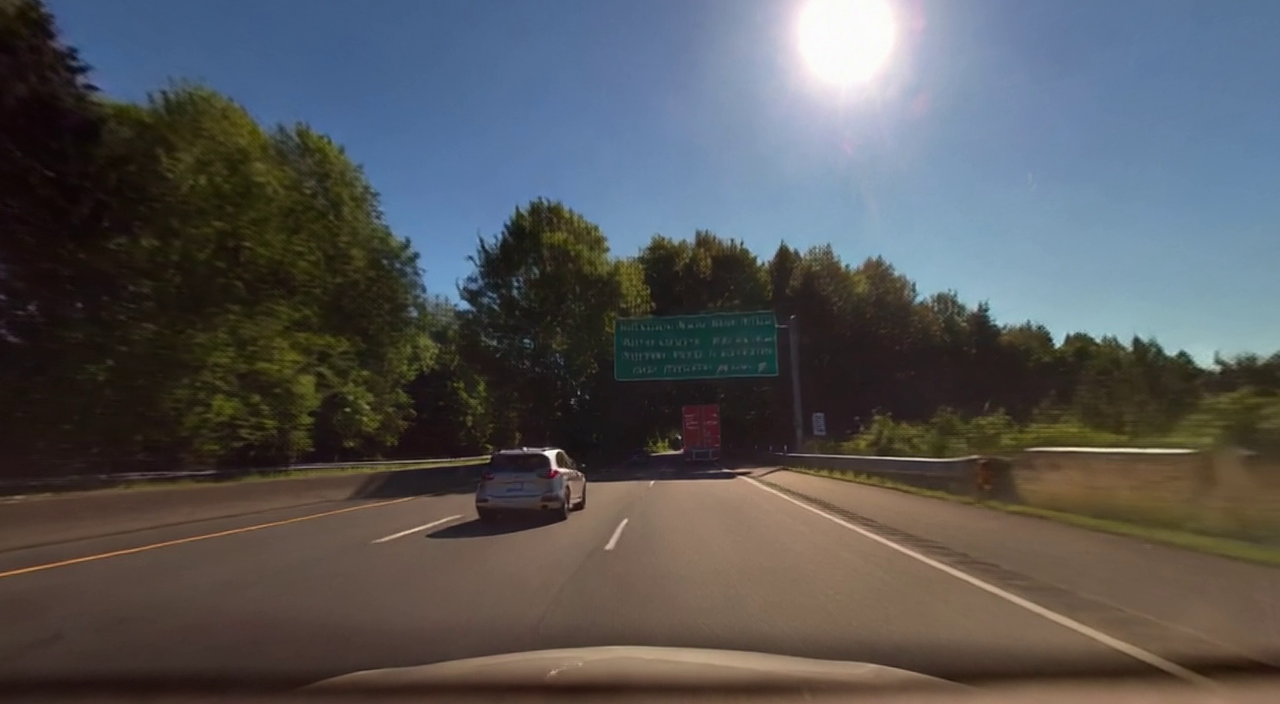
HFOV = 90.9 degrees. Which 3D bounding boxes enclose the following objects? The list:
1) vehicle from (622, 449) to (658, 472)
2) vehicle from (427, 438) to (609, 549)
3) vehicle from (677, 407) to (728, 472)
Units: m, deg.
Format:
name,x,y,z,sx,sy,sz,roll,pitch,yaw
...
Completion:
name,x,y,z,sx,sy,sz,roll,pitch,yaw
vehicle,0.049,7.255,42.139,2.045,1.430,3.951,-1,-9,4
vehicle,-1.834,2.350,11.174,2.039,1.532,4.610,-1,-9,4
vehicle,4.278,6.582,46.279,2.960,4.018,13.834,-1,-9,3
